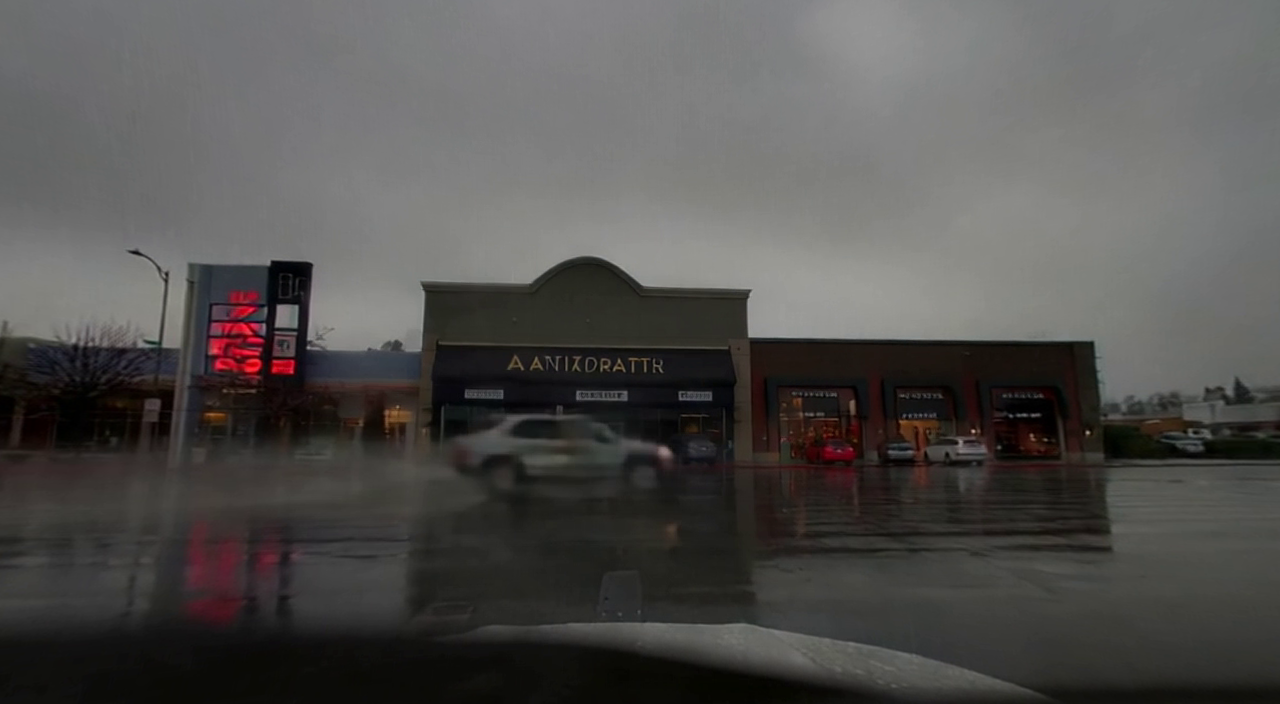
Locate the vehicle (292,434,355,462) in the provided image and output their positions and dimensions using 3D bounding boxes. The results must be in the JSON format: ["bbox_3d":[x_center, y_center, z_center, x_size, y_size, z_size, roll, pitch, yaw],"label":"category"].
[{"bbox_3d":[-20.218,6.116,40.319,4.596,1.680,1.936,-8,-11,41],"label":"vehicle"}]

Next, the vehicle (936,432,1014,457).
[{"bbox_3d":[25.468,7.068,48.107,4.838,1.799,1.914,-7,-11,38],"label":"vehicle"}]

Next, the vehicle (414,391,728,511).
[{"bbox_3d":[-1.089,1.634,10.709,4.735,1.779,2.051,1,-7,-5],"label":"vehicle"}]

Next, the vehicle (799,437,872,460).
[{"bbox_3d":[12.788,6.355,41.645,1.791,1.453,4.593,5,-10,-29],"label":"vehicle"}]
